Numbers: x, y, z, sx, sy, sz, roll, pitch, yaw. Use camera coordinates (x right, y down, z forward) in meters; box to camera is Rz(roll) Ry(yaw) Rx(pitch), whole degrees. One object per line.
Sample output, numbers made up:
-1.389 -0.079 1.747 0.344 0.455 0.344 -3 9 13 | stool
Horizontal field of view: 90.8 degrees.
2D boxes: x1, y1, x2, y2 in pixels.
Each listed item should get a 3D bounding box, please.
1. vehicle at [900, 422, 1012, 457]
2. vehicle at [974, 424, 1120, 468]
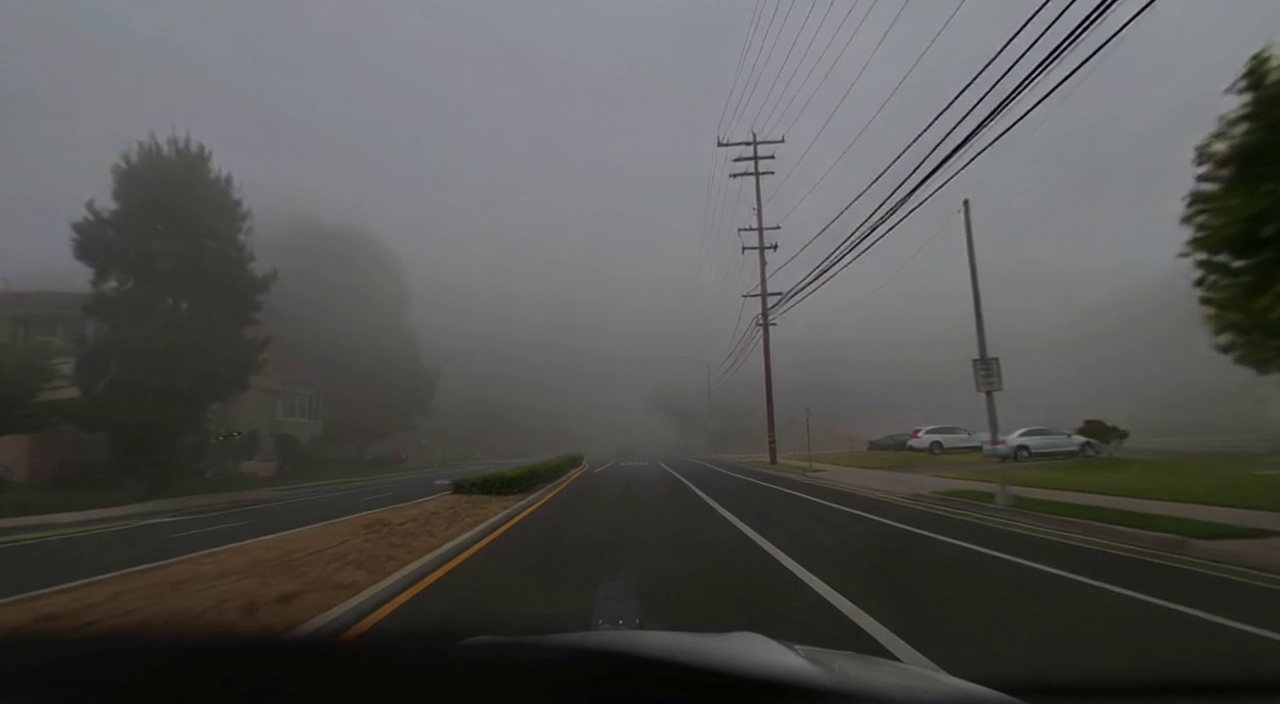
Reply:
16.768 4.662 33.727 4.833 1.786 2.136 0 -8 -1 | vehicle
16.751 3.882 26.186 4.560 1.725 2.096 0 -8 -2 | vehicle
